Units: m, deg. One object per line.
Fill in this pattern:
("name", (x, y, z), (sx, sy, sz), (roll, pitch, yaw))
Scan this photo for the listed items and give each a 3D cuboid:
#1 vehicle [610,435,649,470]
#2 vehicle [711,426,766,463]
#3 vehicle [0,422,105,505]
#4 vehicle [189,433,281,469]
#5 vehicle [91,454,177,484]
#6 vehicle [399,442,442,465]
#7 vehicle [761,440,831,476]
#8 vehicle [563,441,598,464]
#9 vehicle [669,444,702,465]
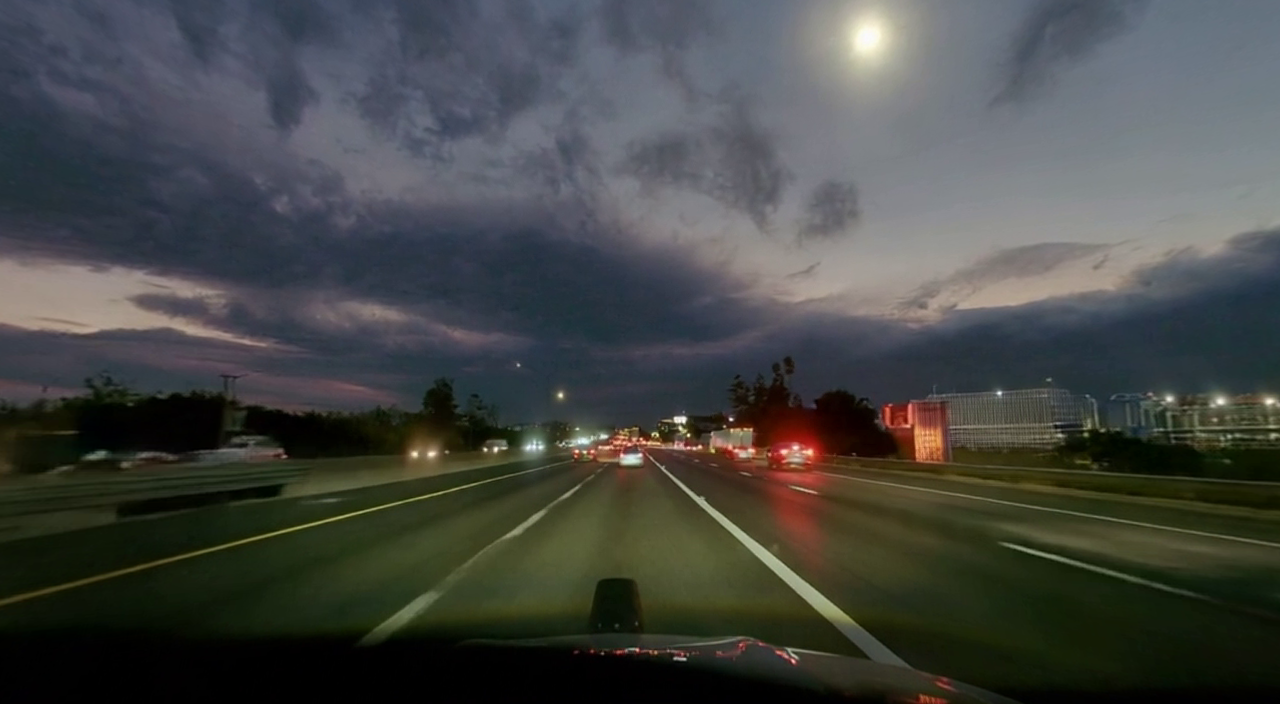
("vehicle", (-0.529, 5.504, 34.857), (2.002, 1.759, 4.658), (0, -8, 0))
("vehicle", (6.919, 6.648, 45.458), (2.790, 2.473, 6.815), (0, -8, 0))
("vehicle", (-14.006, 2.370, 13.511), (1.715, 1.682, 3.811), (0, -8, 0))
("vehicle", (-29.526, 7.261, 46.453), (2.378, 2.420, 6.571), (0, -8, 0))
("vehicle", (-25.365, 5.857, 31.802), (1.538, 1.340, 3.294), (0, -8, 1))
("vehicle", (-14.202, 6.591, 41.005), (1.546, 1.405, 3.307), (0, -8, 0))
("vehicle", (6.759, 4.628, 27.852), (1.879, 1.428, 4.402), (0, -8, -2))
("vehicle", (-4.434, 7.535, 47.678), (2.126, 1.631, 4.643), (0, -8, 0))
("vehicle", (3.063, 6.916, 42.934), (1.816, 1.353, 3.809), (0, -8, -2))
